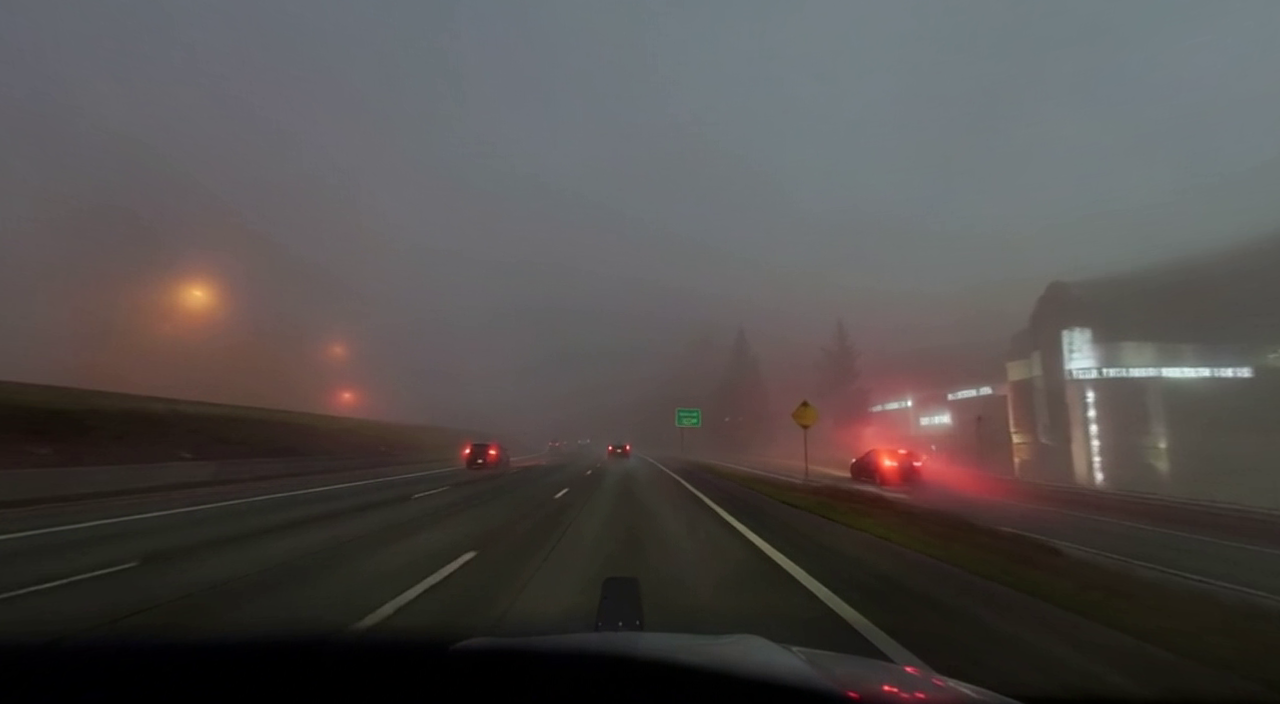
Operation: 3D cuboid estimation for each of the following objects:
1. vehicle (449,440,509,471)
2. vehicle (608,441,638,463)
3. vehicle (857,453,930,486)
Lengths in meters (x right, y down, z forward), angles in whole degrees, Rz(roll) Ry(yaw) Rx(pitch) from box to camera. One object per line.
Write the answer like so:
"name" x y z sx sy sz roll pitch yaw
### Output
"vehicle" -8.271 5.345 32.775 2.009 1.454 4.250 0 -9 0
"vehicle" -1.227 7.066 44.778 2.038 1.414 4.357 0 -9 -3
"vehicle" 14.930 6.935 37.520 2.023 1.782 4.193 1 -9 -11
